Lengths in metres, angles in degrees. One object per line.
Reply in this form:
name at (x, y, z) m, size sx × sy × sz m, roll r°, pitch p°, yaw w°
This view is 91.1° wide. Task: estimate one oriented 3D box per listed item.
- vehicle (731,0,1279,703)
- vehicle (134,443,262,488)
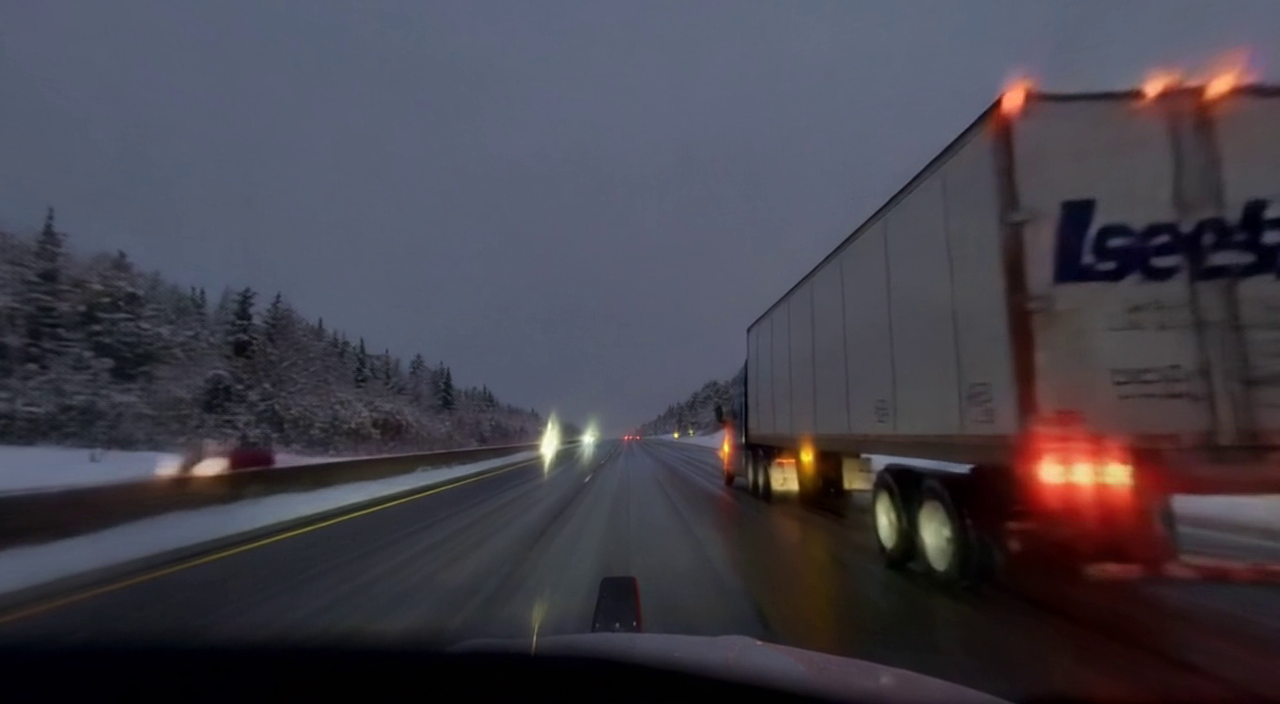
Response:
vehicle at (4.058, 0.613, 9.794) m, size 2.920 × 4.029 × 13.900 m, roll 0°, pitch -8°, yaw -1°
vehicle at (-16.636, 4.249, 23.972) m, size 1.900 × 1.520 × 4.141 m, roll 0°, pitch -8°, yaw 0°
